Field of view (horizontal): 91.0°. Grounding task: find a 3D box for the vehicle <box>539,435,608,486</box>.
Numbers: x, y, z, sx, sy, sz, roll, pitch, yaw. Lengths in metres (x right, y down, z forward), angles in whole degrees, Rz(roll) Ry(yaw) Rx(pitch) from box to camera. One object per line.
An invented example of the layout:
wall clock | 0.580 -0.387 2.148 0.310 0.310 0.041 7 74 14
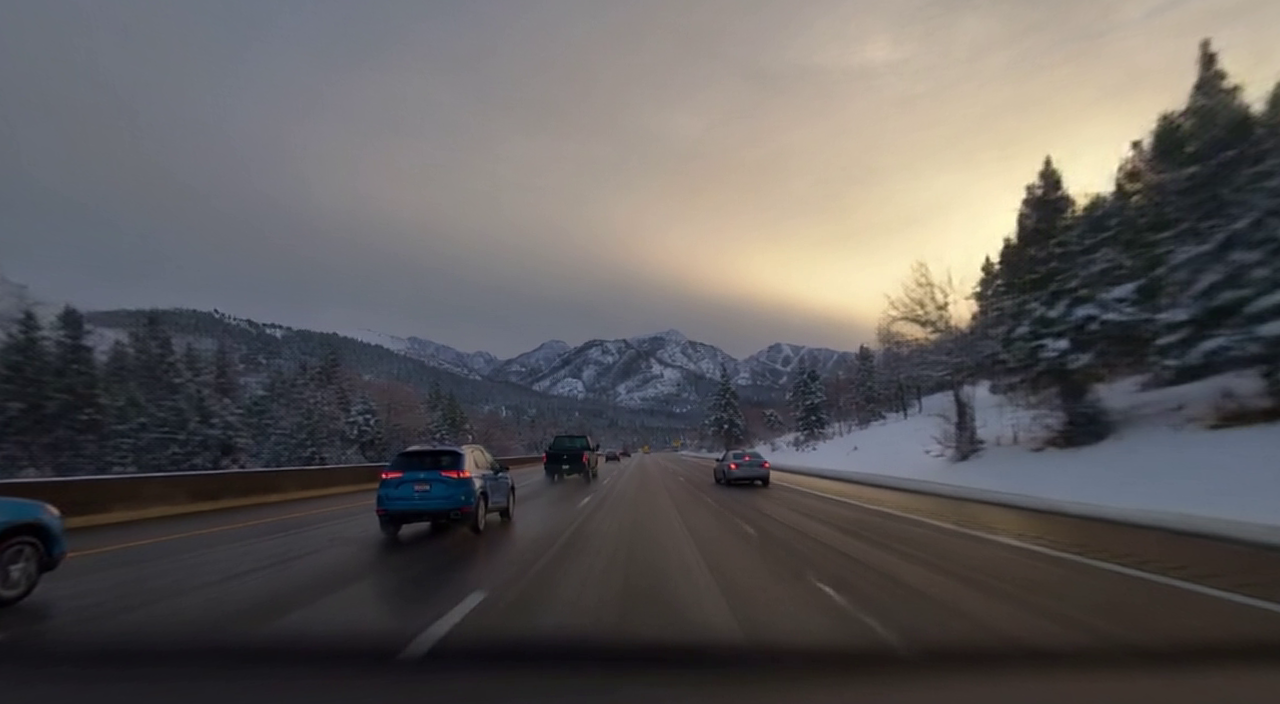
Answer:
vehicle | -2.987 5.080 29.790 2.494 2.136 5.539 0 -9 2

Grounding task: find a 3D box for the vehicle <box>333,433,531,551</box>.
vehicle | -3.432 2.391 11.429 2.080 1.716 4.207 0 -9 1

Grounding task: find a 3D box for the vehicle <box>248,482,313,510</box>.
vehicle | -27.948 11.188 49.225 2.017 1.720 5.219 0 -8 0

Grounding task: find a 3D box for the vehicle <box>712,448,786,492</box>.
vehicle | 4.185 4.591 24.934 2.071 1.570 4.637 0 -9 0
